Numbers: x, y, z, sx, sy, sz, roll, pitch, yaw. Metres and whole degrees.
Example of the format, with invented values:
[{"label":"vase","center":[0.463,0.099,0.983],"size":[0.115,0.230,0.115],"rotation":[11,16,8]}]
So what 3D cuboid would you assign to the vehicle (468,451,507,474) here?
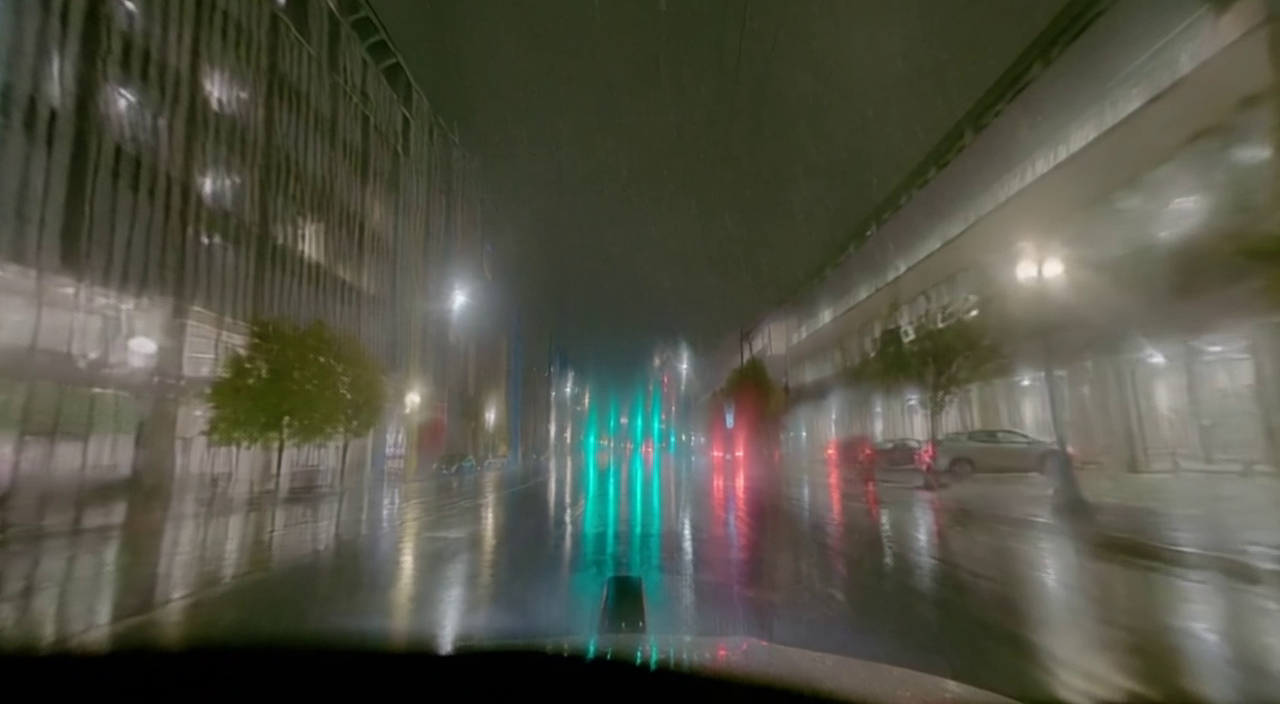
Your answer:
[{"label":"vehicle","center":[-11.618,8.446,48.075],"size":[1.876,1.502,4.506],"rotation":[-3,-9,-1]}]

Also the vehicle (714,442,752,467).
[{"label":"vehicle","center":[6.887,7.637,47.084],"size":[2.078,1.766,5.474],"rotation":[0,-8,1]}]

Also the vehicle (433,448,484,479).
[{"label":"vehicle","center":[-11.756,7.251,40.996],"size":[1.979,1.759,4.435],"rotation":[-4,-8,1]}]

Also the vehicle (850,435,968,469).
[{"label":"vehicle","center":[13.097,4.917,30.844],"size":[4.833,1.554,2.085],"rotation":[-1,-8,2]}]

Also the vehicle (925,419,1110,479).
[{"label":"vehicle","center":[13.080,3.409,22.085],"size":[5.015,1.934,2.150],"rotation":[-1,-9,3]}]
